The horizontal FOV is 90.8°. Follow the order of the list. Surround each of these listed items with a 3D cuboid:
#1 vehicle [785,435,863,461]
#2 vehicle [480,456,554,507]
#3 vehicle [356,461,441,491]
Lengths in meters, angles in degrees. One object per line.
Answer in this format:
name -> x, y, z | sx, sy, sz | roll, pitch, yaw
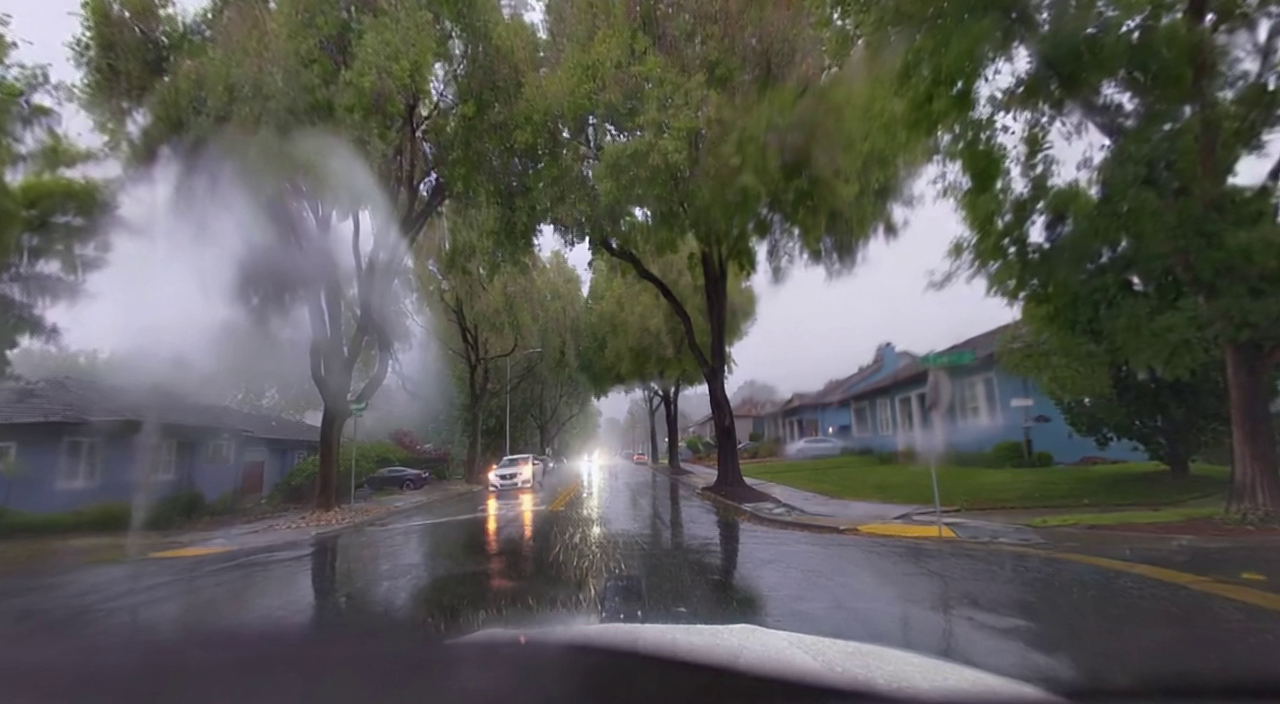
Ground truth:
vehicle -> 11.356, 5.956, 39.278 | 4.389, 1.480, 2.038 | -2, -6, 8
vehicle -> -4.562, 4.855, 24.163 | 1.973, 1.683, 4.400 | 0, -8, -1
vehicle -> -14.894, 7.720, 39.118 | 4.487, 1.464, 1.889 | -5, -14, 7
